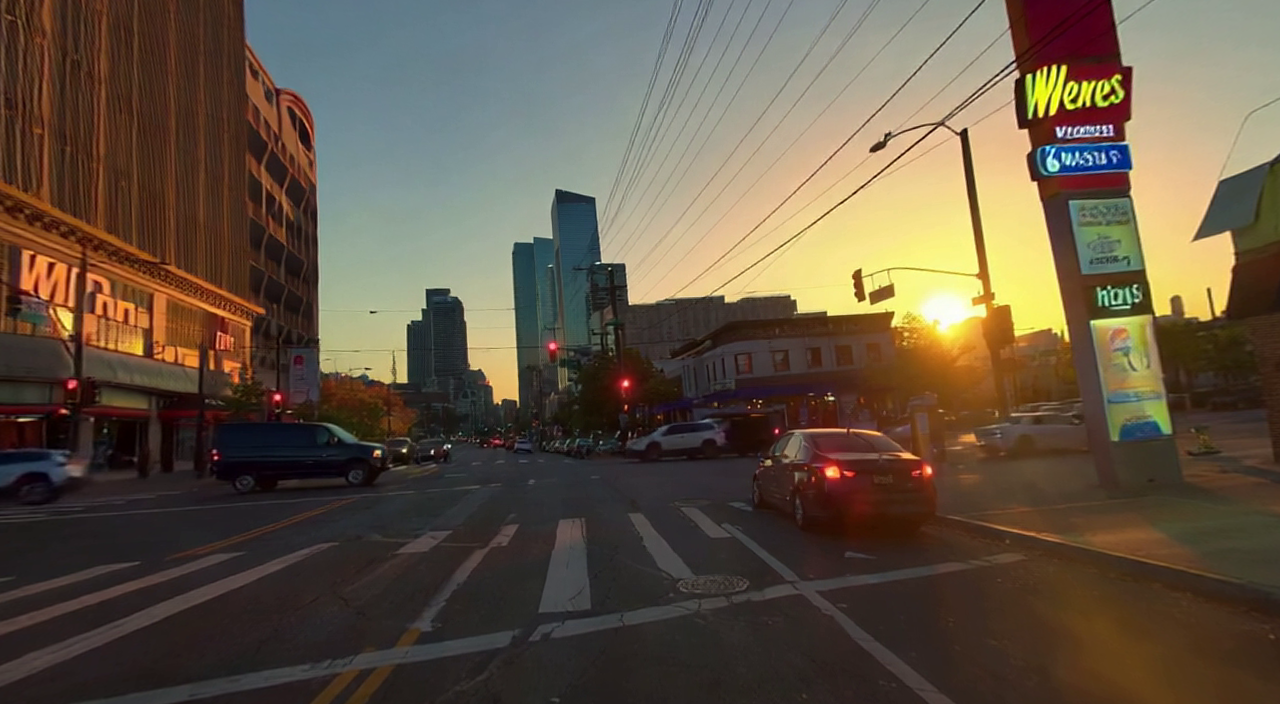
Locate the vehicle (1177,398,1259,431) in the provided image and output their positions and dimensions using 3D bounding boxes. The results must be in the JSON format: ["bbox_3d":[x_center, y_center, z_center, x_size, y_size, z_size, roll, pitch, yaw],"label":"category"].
[{"bbox_3d":[33.406,3.639,36.482,4.637,1.723,1.911,4,-10,-29],"label":"vehicle"}]

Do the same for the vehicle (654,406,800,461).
[{"bbox_3d":[3.560,3.343,25.696,5.588,1.985,2.374,5,-10,-31],"label":"vehicle"}]

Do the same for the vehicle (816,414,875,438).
[{"bbox_3d":[16.082,5.828,49.431,4.589,1.730,1.801,6,-9,-31],"label":"vehicle"}]

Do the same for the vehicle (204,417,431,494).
[{"bbox_3d":[-9.331,2.990,18.578,5.603,1.938,2.081,5,-10,-33],"label":"vehicle"}]

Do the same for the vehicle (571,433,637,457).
[{"bbox_3d":[-2.679,6.810,46.374,4.591,1.686,1.816,1,-9,-11],"label":"vehicle"}]

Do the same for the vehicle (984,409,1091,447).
[{"bbox_3d":[17.093,3.306,27.129,4.499,1.524,1.784,4,-10,-29],"label":"vehicle"}]
